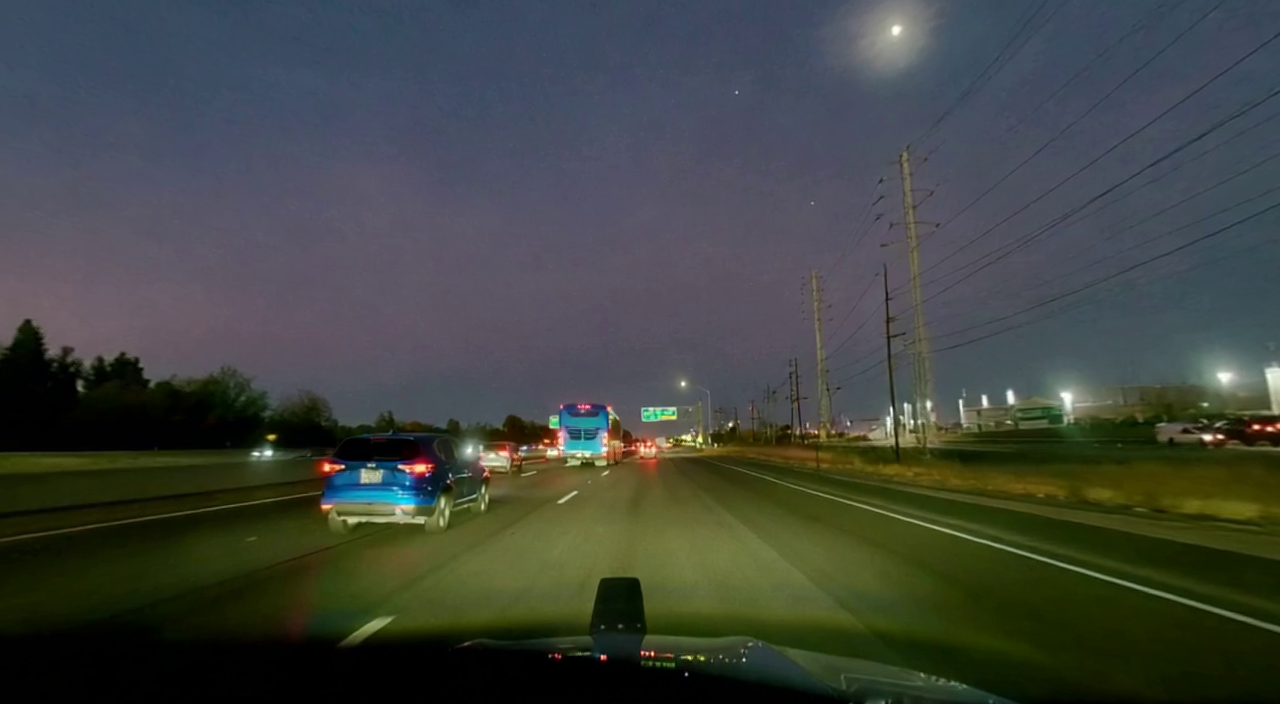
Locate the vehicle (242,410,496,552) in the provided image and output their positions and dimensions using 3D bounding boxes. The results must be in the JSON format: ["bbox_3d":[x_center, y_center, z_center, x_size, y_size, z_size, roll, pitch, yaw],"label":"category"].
[{"bbox_3d":[-3.839,1.911,9.952,2.021,1.730,4.223,0,-9,1],"label":"vehicle"}]

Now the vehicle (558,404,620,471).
[{"bbox_3d":[-3.060,5.631,41.088,2.964,3.735,11.465,0,-8,1],"label":"vehicle"}]
